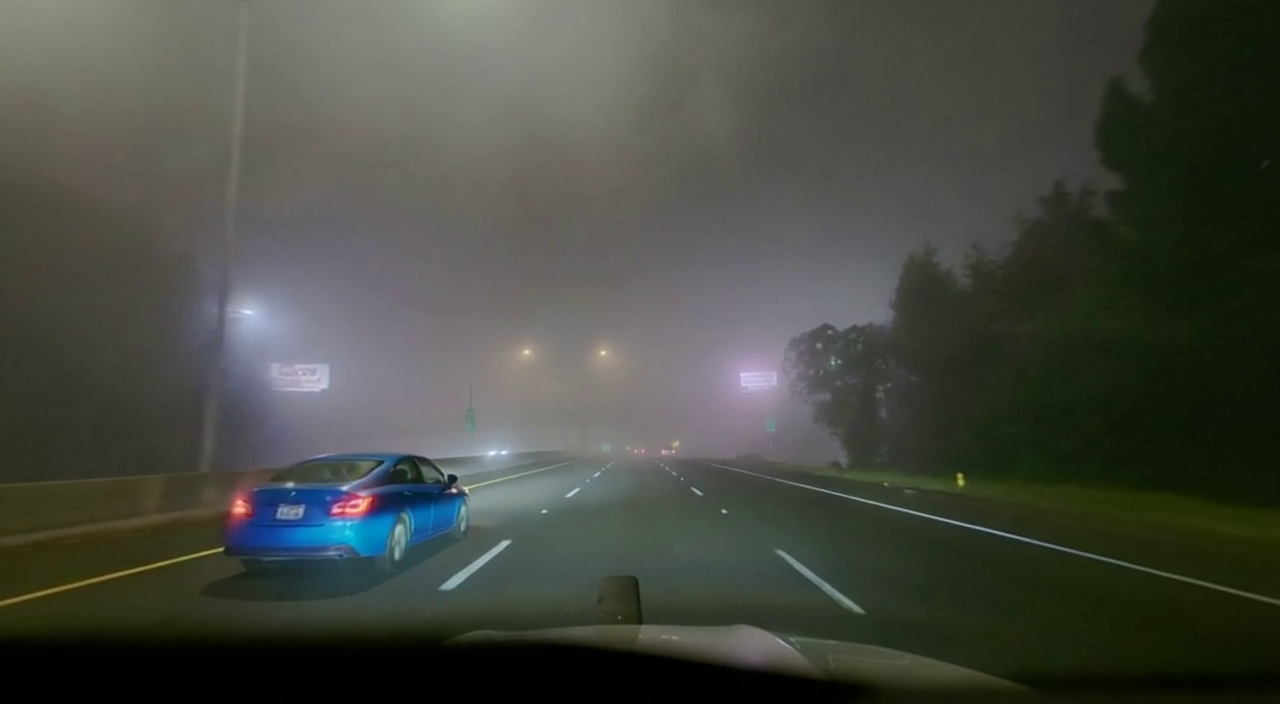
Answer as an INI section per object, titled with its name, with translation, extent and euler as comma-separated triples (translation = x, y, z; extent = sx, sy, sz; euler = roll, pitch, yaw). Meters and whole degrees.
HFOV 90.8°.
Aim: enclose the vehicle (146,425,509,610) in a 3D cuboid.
[vehicle]
translation = -3.140, 1.753, 7.712
extent = 2.029, 1.557, 4.570
euler = 0, -9, 1
